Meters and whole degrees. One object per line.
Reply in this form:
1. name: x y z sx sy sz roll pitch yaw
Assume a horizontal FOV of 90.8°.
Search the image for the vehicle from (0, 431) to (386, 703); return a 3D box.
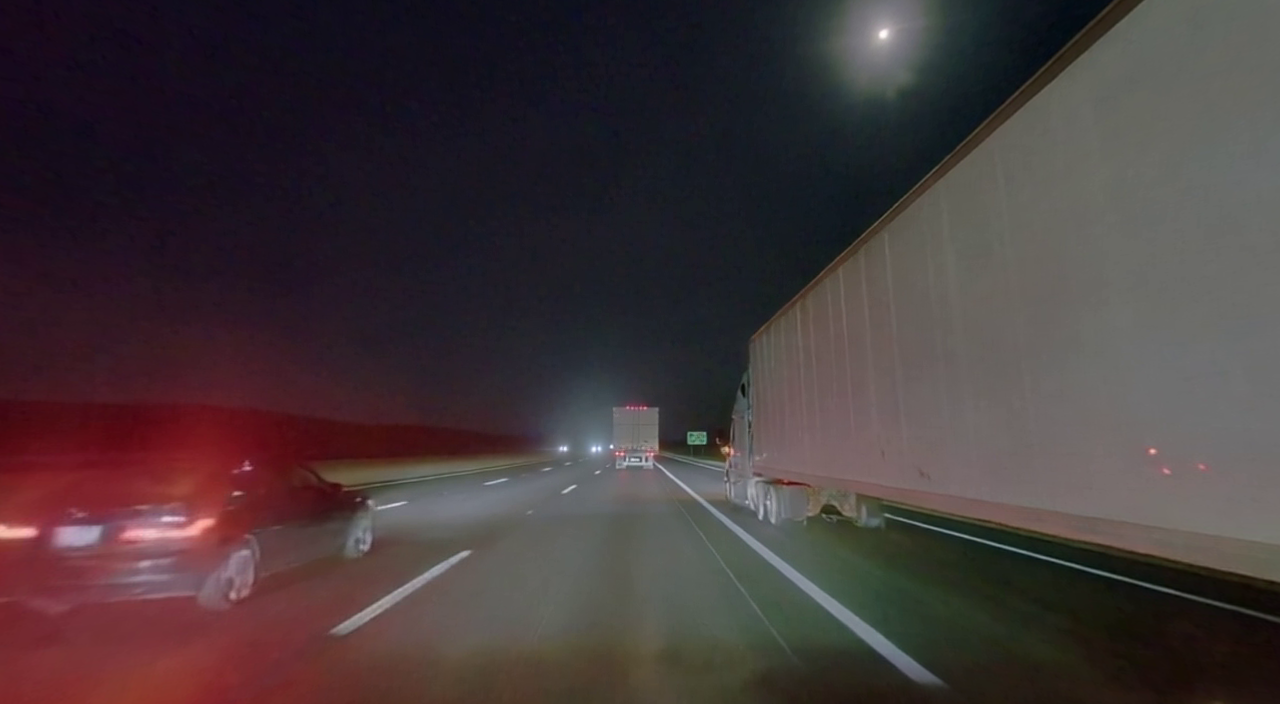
1. vehicle: -4.242 1.500 5.493 1.892 1.471 5.047 -1 -9 1
